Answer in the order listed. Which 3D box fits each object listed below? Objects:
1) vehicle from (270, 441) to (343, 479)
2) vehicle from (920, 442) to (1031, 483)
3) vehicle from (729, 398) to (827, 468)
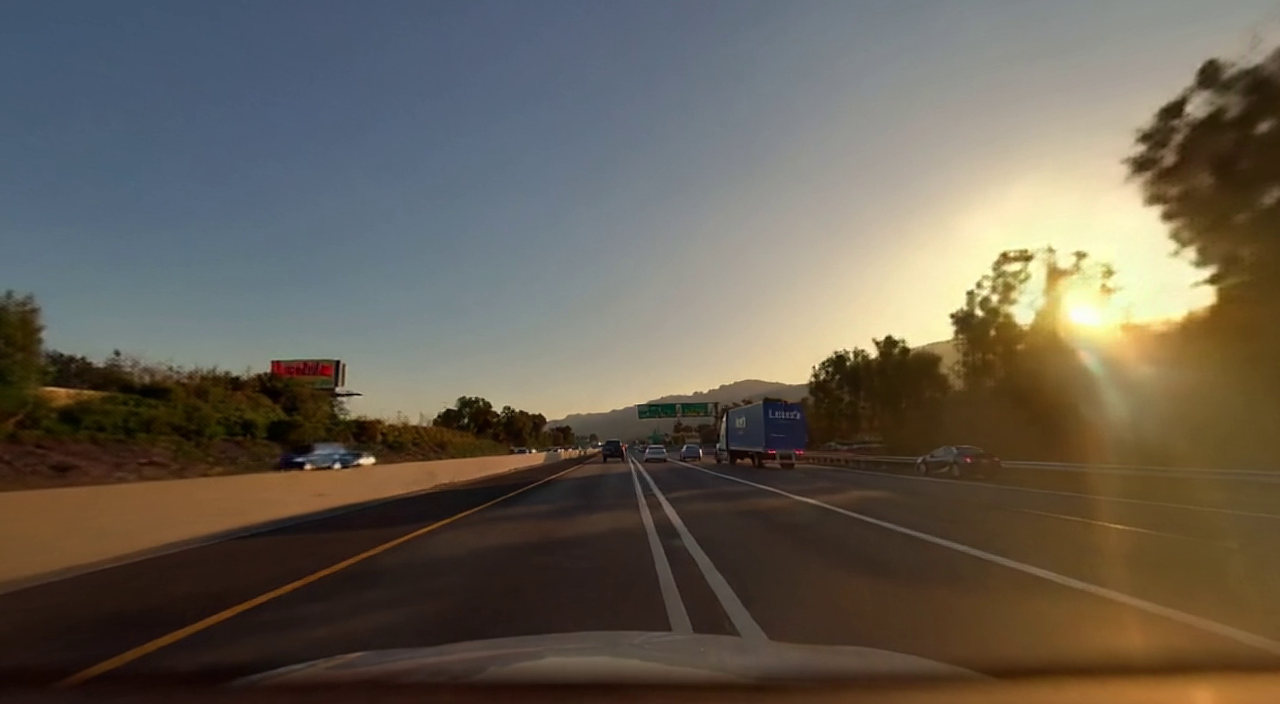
[{"bbox_3d":[-25.397,8.214,48.431,2.457,2.683,5.902,0,-8,-1],"label":"vehicle"},{"bbox_3d":[13.122,4.311,25.069,1.862,1.462,4.459,0,-9,-2],"label":"vehicle"},{"bbox_3d":[9.328,6.016,45.820,2.892,4.128,16.495,0,-9,-2],"label":"vehicle"}]
